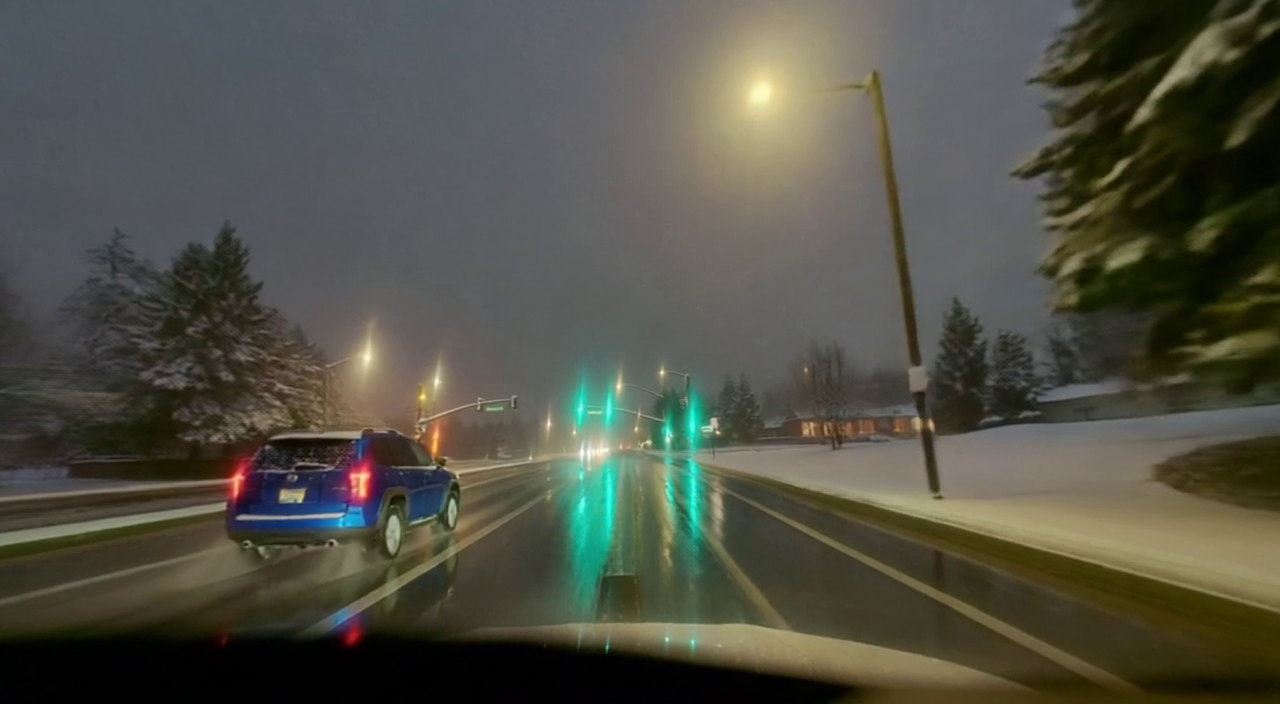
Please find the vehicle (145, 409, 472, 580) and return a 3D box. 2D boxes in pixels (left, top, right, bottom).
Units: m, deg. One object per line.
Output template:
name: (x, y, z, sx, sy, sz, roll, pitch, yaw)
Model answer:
vehicle: (-3.993, 1.797, 8.738, 2.121, 1.724, 4.392, 0, -9, 0)
